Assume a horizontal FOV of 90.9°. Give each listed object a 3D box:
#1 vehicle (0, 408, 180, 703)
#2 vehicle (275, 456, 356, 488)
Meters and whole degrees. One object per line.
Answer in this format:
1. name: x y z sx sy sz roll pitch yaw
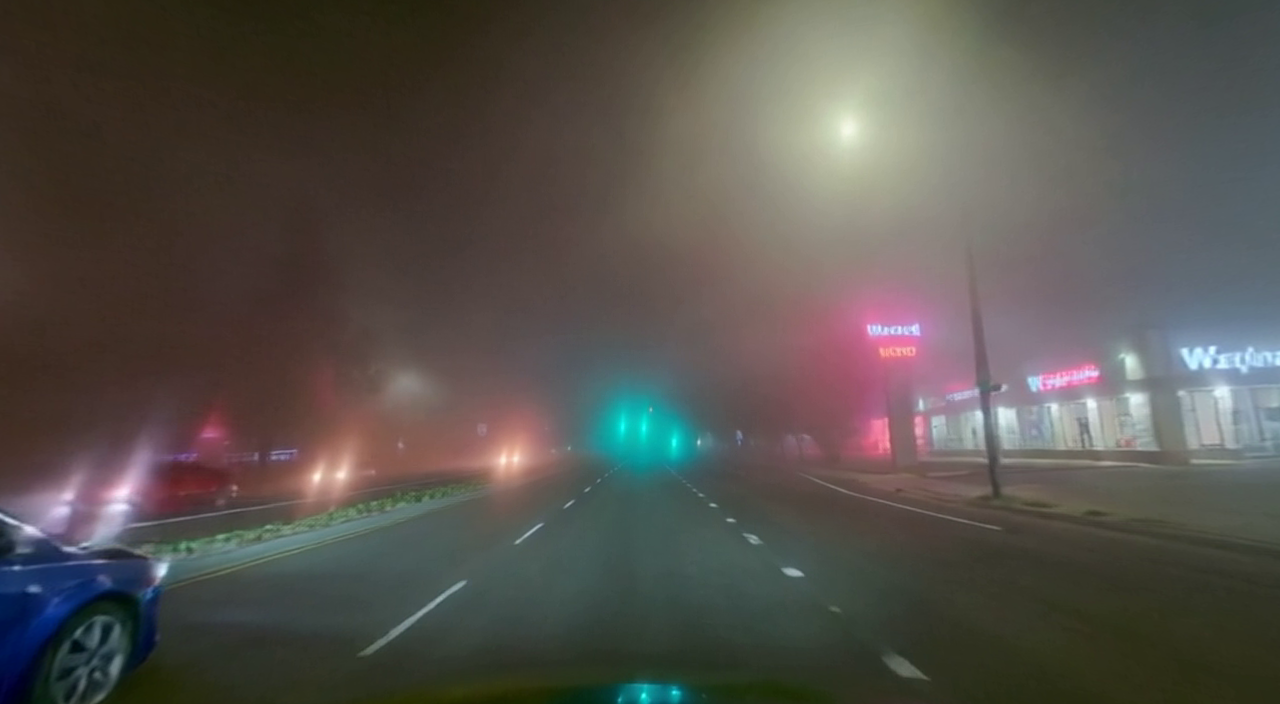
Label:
1. vehicle: -3.082 0.677 0.406 2.082 1.460 4.636 0 -9 0
2. vehicle: -18.226 6.759 35.713 2.054 1.534 4.704 -2 -9 0
